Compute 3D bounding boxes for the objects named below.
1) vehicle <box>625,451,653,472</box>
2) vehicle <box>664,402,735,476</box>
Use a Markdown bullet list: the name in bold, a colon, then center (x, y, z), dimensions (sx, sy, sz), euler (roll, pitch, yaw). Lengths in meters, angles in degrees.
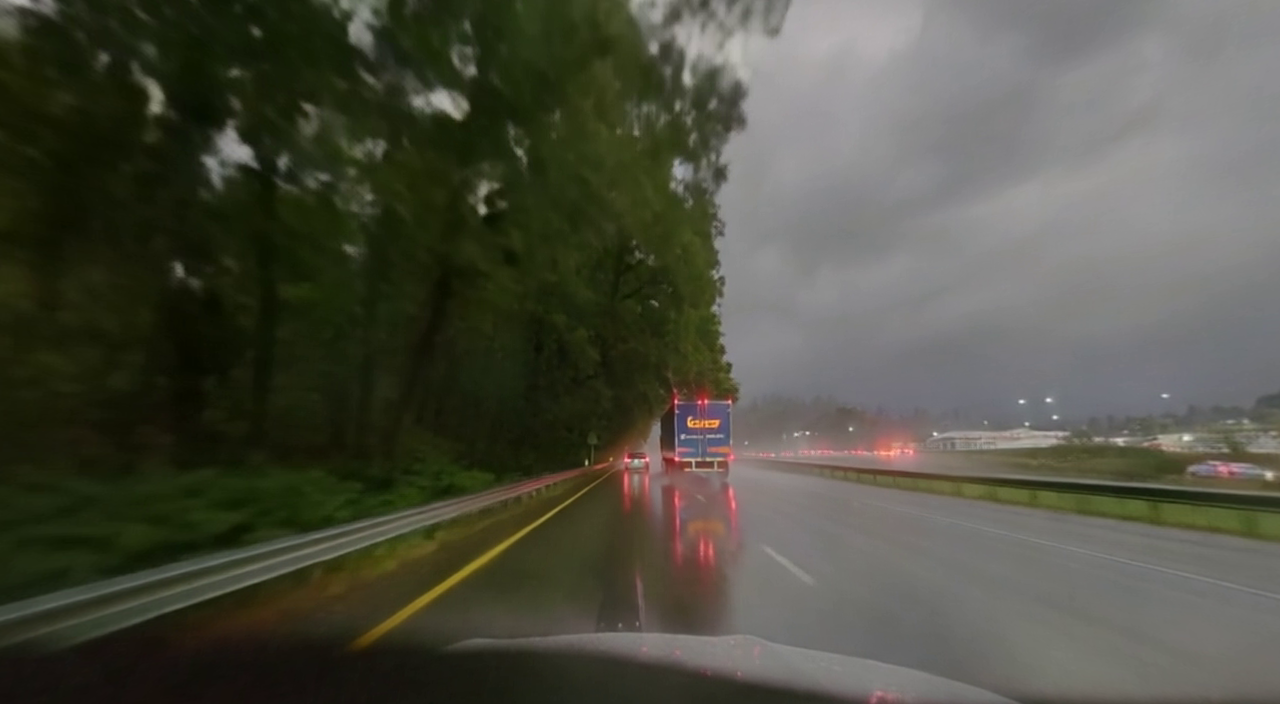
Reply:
- **vehicle**: center (-0.036, 8.503, 48.814), dimensions (2.057, 1.528, 3.958), euler (-1, -9, 1)
- **vehicle**: center (3.515, 5.713, 40.716), dimensions (3.440, 4.090, 11.380), euler (-1, -9, 0)
